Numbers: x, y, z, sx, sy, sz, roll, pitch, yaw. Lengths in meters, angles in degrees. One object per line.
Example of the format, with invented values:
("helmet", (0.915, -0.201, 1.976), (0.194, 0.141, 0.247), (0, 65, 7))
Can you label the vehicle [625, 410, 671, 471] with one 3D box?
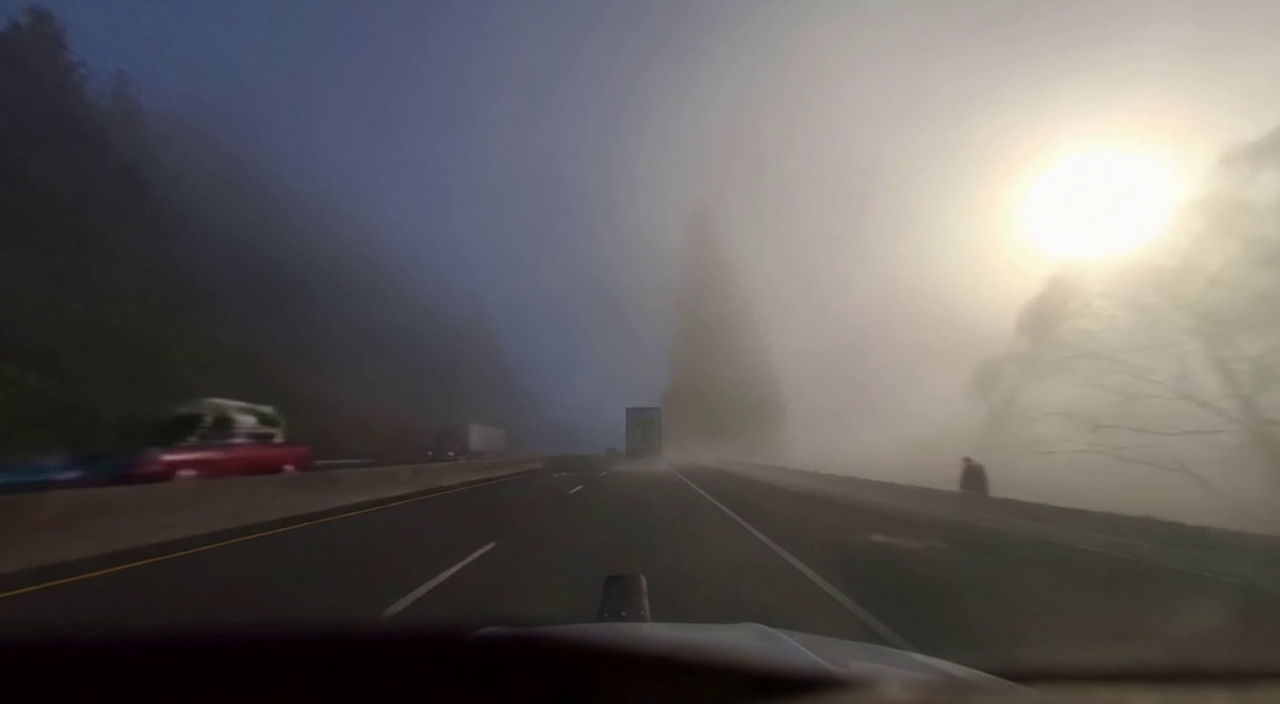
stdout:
("vehicle", (0.486, 6.586, 46.638), (3.024, 3.965, 10.399), (0, -9, -1))

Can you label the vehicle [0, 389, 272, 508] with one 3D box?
("vehicle", (-12.759, 2.524, 16.615), (2.282, 2.547, 5.989), (0, -9, 1))
